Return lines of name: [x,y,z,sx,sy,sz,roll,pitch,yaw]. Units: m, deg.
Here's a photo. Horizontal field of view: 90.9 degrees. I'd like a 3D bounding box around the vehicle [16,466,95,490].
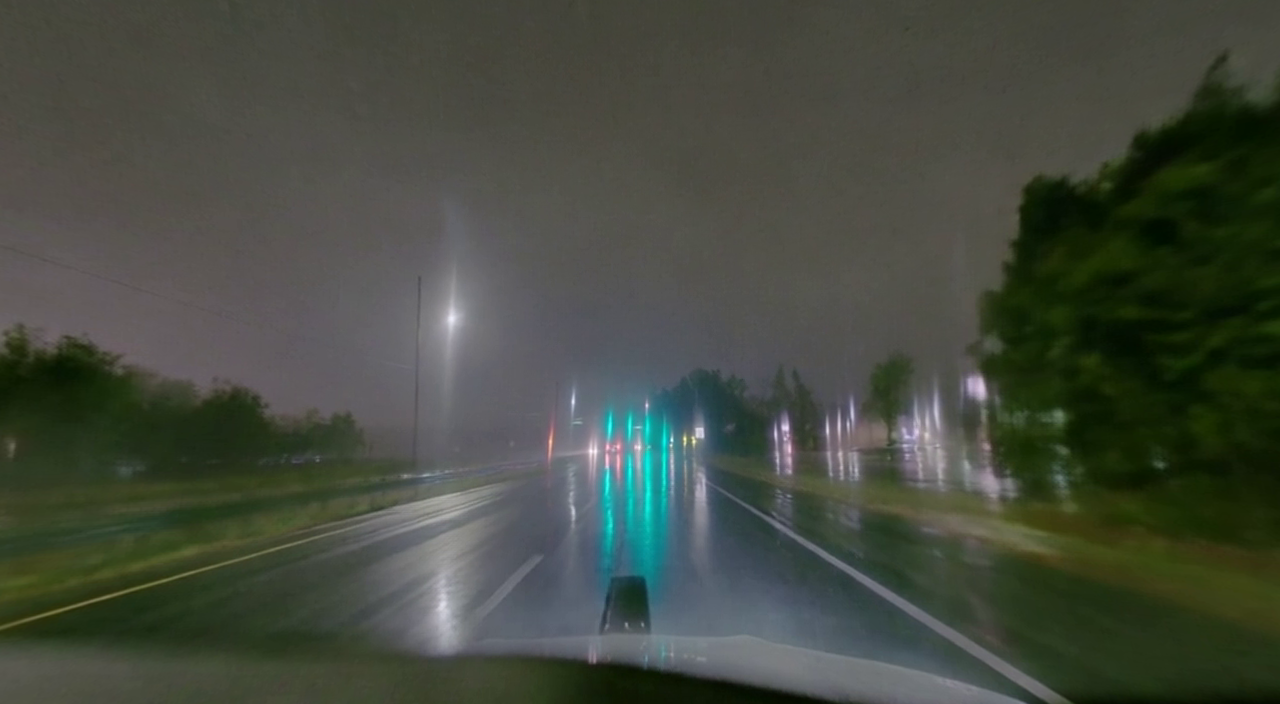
vehicle: [-42.846,9.241,46.310,1.724,1.514,3.874,-1,-9,8]
